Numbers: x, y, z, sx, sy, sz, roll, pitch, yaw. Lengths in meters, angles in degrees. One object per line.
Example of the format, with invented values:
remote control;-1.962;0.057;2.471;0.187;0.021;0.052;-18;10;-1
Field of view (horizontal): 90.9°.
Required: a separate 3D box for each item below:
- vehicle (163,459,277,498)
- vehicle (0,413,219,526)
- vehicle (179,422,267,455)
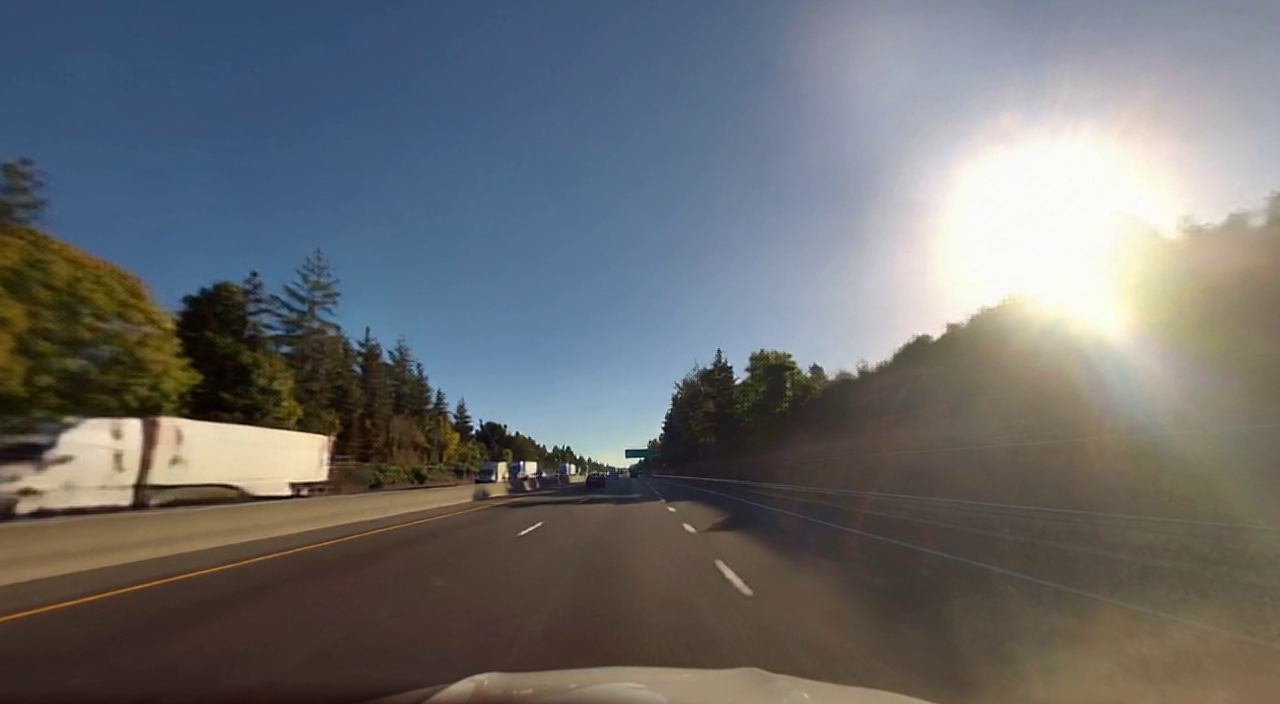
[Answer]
vehicle;-21.421;6.471;32.503;2.123;1.807;5.559;1;-10;-1
vehicle;-21.404;4.762;25.723;2.975;3.858;7.495;1;-11;0
vehicle;-21.467;4.547;32.672;1.736;1.491;4.120;-1;-11;0
